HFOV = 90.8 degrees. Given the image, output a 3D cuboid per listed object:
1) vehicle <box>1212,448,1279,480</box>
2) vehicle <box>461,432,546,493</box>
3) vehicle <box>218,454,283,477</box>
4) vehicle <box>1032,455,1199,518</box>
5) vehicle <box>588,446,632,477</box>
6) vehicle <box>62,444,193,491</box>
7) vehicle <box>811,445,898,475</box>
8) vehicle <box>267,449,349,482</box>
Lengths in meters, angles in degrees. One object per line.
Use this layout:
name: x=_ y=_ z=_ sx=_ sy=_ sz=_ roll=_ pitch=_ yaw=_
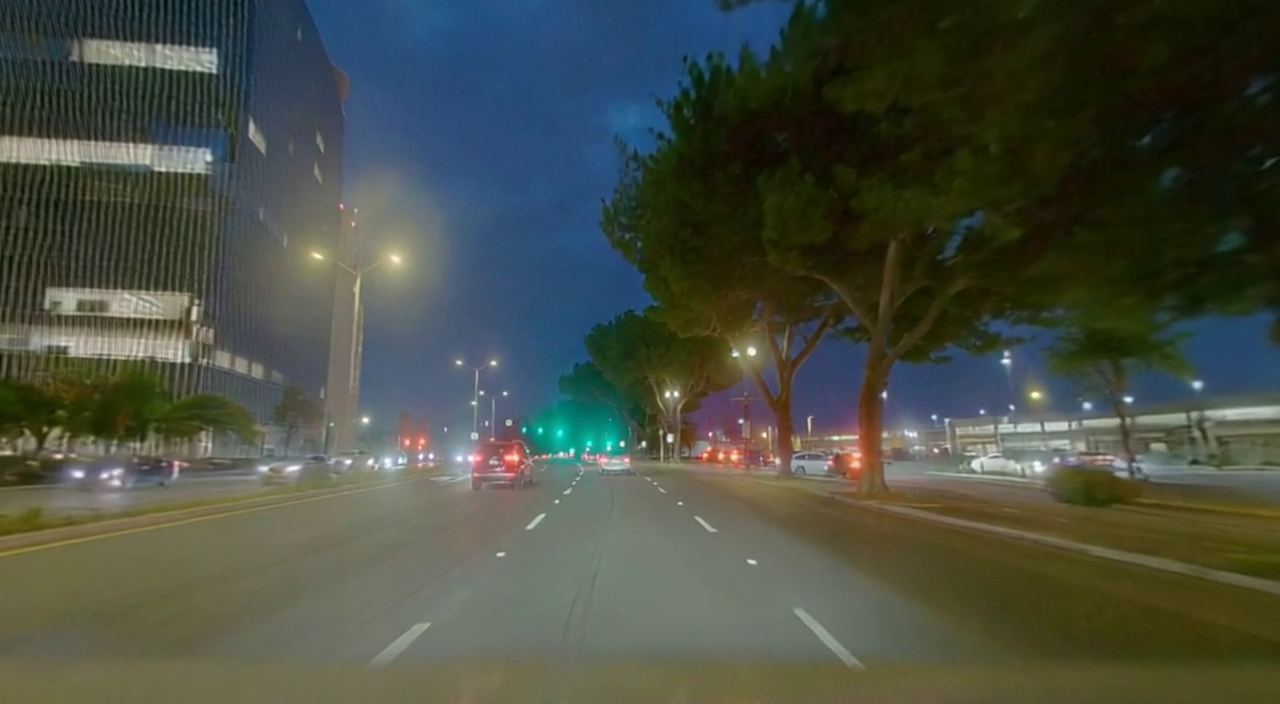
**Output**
vehicle: x=32.870 y=5.833 z=33.036 sx=1.864 sy=1.461 sz=4.266 roll=-1 pitch=-7 yaw=-1
vehicle: x=-4.413 y=3.635 z=21.179 sx=2.001 sy=1.784 sz=4.483 roll=0 pitch=-8 yaw=-2
vehicle: x=-26.688 y=7.781 z=43.473 sx=1.840 sy=1.430 sz=4.736 roll=0 pitch=-8 yaw=-5
vehicle: x=14.892 y=4.187 z=20.162 sx=1.893 sy=1.646 sz=4.288 roll=-1 pitch=-8 yaw=0
vehicle: x=-1.527 y=5.364 z=31.163 sx=2.050 sy=1.385 sz=4.096 roll=0 pitch=-8 yaw=-4
vehicle: x=-22.892 y=5.139 z=28.560 sx=2.111 sy=1.874 sz=4.888 roll=0 pitch=-8 yaw=-5
vehicle: x=12.269 y=6.192 z=36.340 sx=4.264 sy=1.566 sz=1.854 roll=-2 pitch=-9 yaw=1
vehicle: x=-15.758 y=5.385 z=30.287 sx=1.818 sy=1.379 sz=4.350 roll=0 pitch=-8 yaw=-4
